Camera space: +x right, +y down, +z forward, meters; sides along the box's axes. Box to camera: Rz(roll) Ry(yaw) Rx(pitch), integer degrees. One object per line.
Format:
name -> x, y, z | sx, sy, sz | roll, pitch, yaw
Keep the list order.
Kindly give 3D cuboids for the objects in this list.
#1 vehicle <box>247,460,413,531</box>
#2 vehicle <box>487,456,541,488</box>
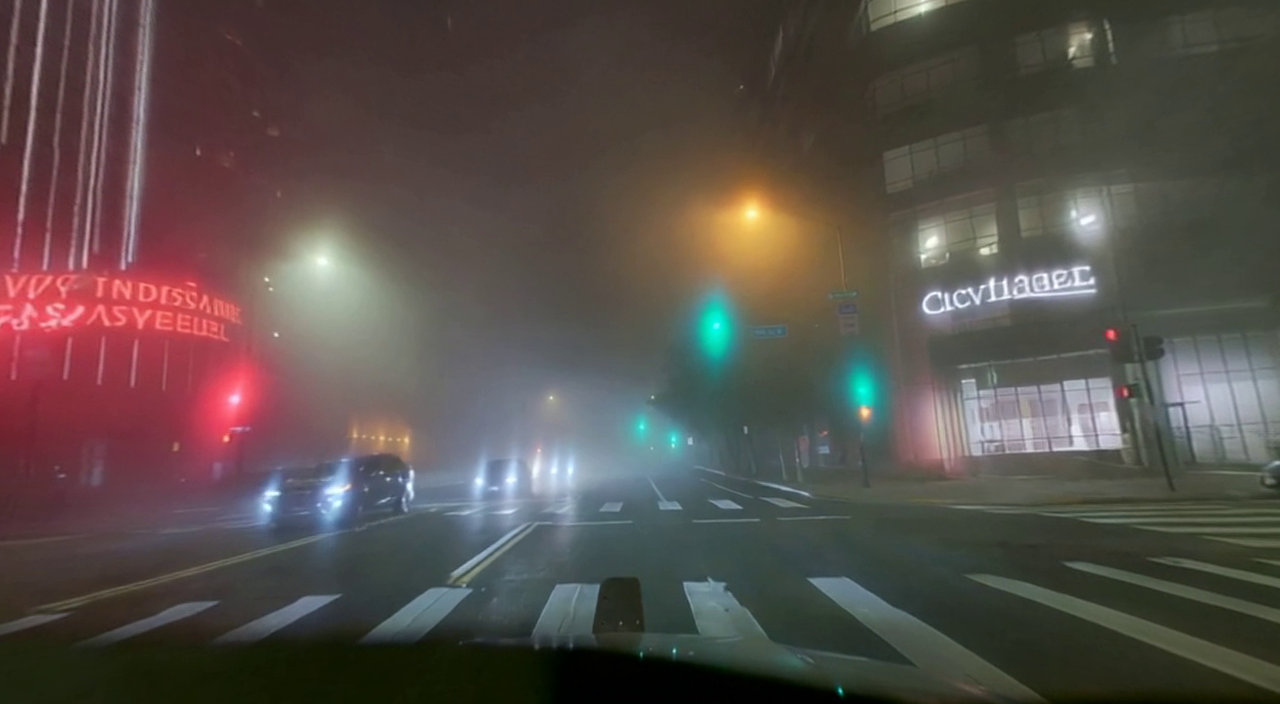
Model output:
vehicle -> -7.551, 3.501, 15.945 | 1.893, 1.451, 4.276 | -1, -9, 2
vehicle -> -6.702, 6.419, 34.014 | 1.897, 1.537, 3.770 | -1, -9, 4
